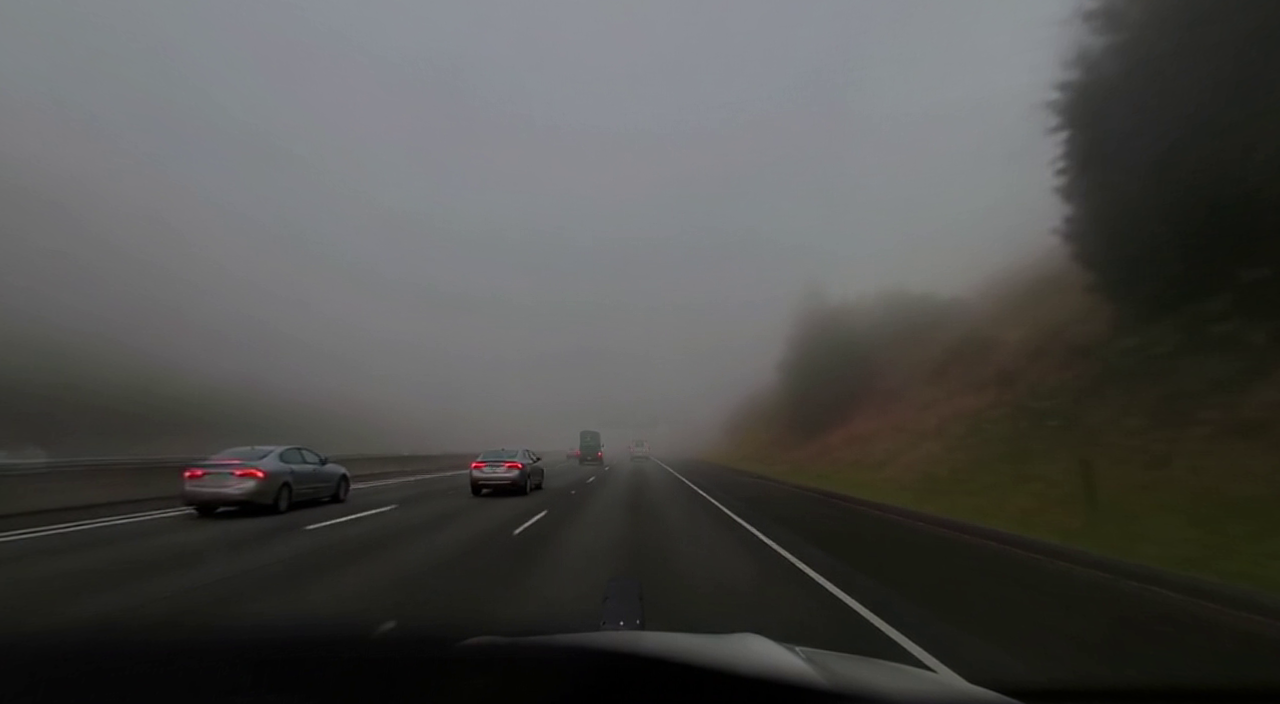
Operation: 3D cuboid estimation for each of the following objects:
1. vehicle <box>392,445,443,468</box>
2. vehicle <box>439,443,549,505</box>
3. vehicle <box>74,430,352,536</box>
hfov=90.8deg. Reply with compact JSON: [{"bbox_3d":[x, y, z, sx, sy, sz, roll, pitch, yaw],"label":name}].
[{"bbox_3d":[-15.670,7.402,44.657,1.846,1.513,4.632,0,-9,0],"label":"vehicle"},{"bbox_3d":[-3.684,3.151,16.684,1.924,1.436,3.915,0,-9,1],"label":"vehicle"},{"bbox_3d":[-7.352,2.289,11.571,2.091,1.558,4.220,0,-9,0],"label":"vehicle"}]
